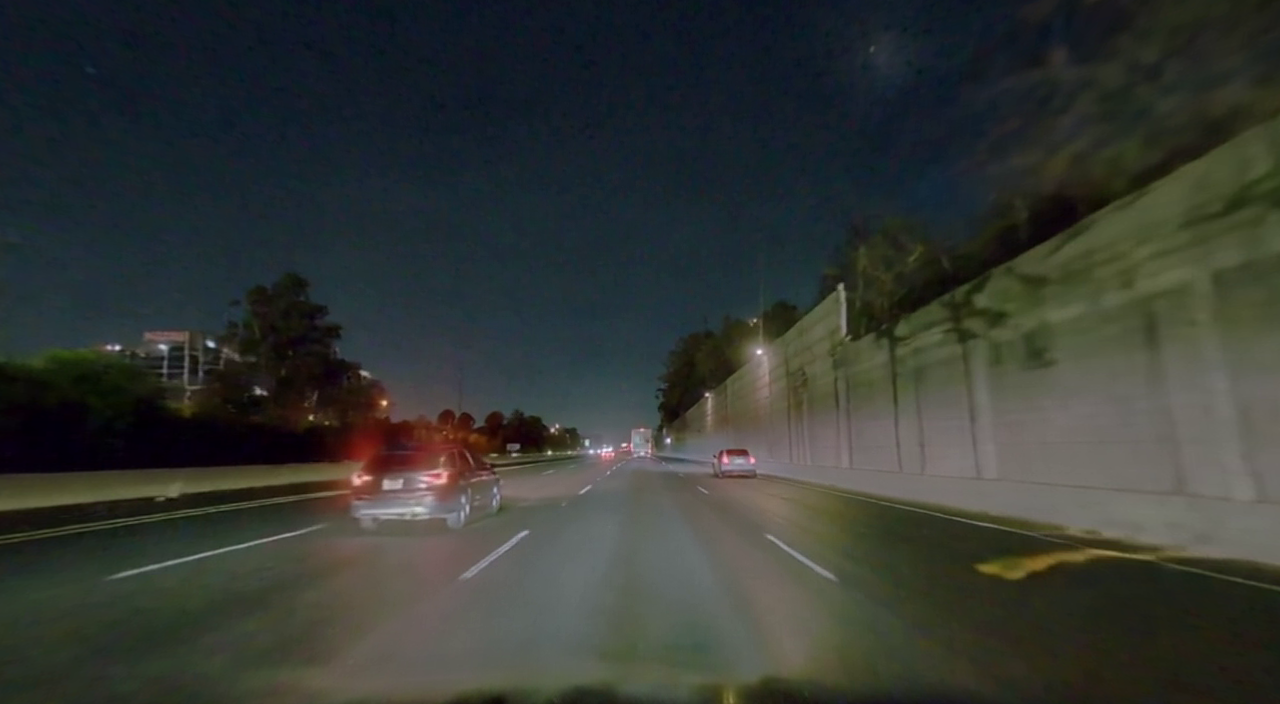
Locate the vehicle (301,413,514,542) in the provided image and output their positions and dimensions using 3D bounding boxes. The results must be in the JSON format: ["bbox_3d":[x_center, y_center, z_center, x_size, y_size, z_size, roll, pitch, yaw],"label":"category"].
[{"bbox_3d":[-3.760,2.126,11.213,2.014,1.811,4.369,0,-9,1],"label":"vehicle"}]

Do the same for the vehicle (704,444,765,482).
[{"bbox_3d":[4.069,4.860,27.850,1.973,1.536,4.337,0,-9,-1],"label":"vehicle"}]
